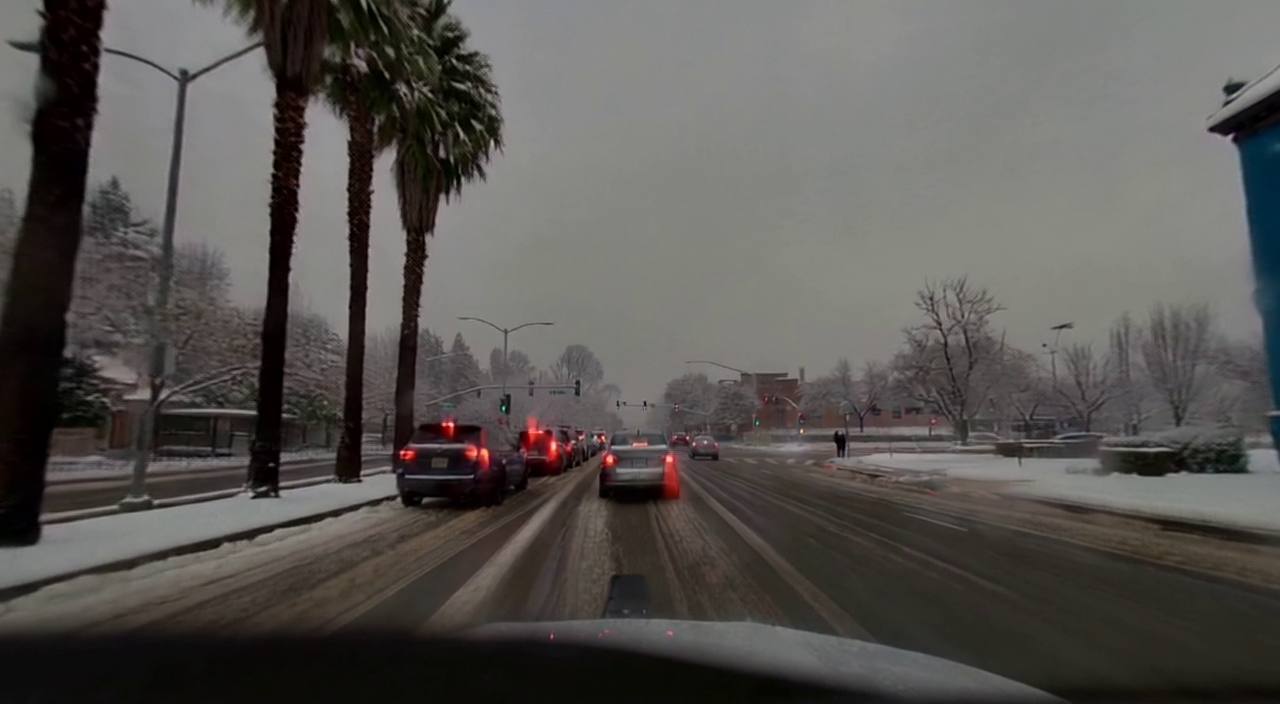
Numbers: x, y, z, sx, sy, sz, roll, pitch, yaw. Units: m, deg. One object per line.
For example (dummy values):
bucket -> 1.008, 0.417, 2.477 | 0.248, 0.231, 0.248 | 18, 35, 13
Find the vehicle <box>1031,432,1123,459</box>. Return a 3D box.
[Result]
vehicle -> 25.418, 5.454, 36.732 | 3.914, 1.427, 1.779 | -2, -8, 5

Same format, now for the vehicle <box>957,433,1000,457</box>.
vehicle -> 25.853, 7.127, 48.280 | 1.882, 1.672, 3.957 | -2, -9, 14

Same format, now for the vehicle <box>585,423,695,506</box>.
vehicle -> -0.015, 2.483, 14.318 | 2.114, 1.585, 4.285 | 0, -8, -1

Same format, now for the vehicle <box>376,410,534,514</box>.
vehicle -> -3.486, 2.172, 12.852 | 1.914, 1.741, 4.398 | 0, -8, -1
